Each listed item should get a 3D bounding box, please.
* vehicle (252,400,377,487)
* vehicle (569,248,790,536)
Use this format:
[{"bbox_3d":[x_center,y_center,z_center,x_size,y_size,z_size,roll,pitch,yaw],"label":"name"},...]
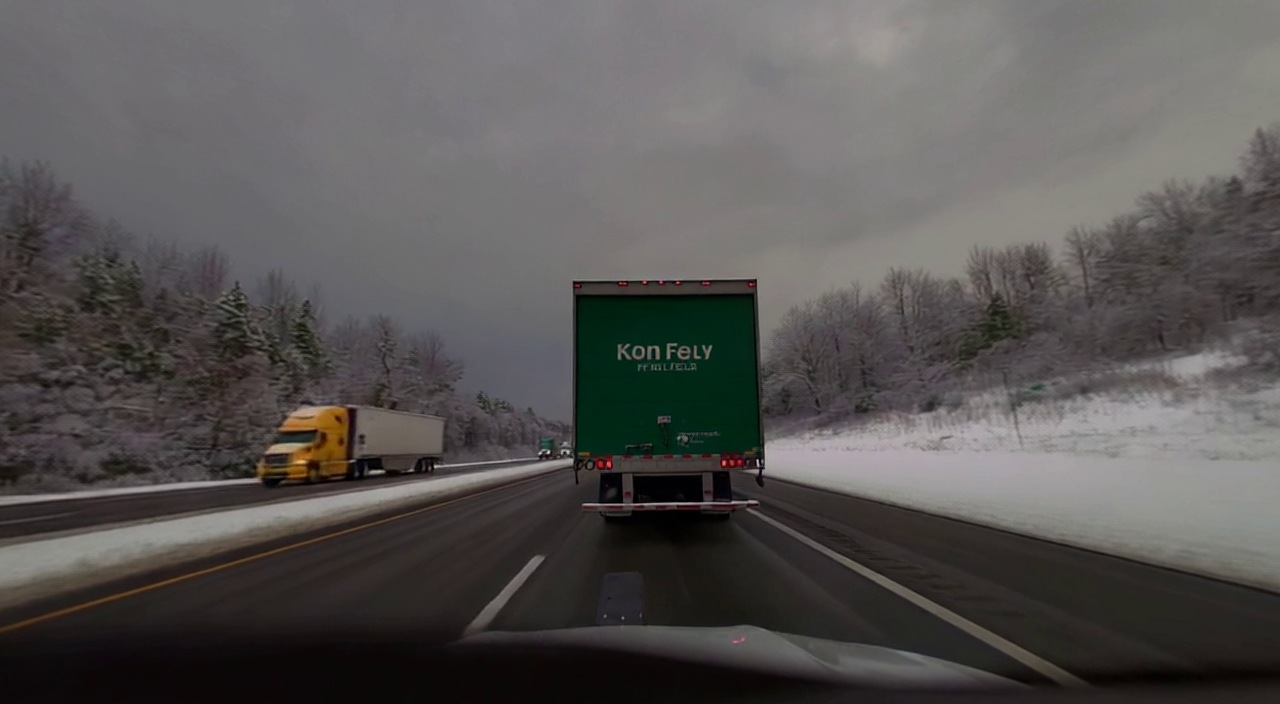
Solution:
[{"bbox_3d":[-16.303,4.681,32.172,2.997,3.998,5.894,0,-9,1],"label":"vehicle"},{"bbox_3d":[0.506,1.647,16.668,3.230,4.377,14.405,0,-9,-1],"label":"vehicle"}]
